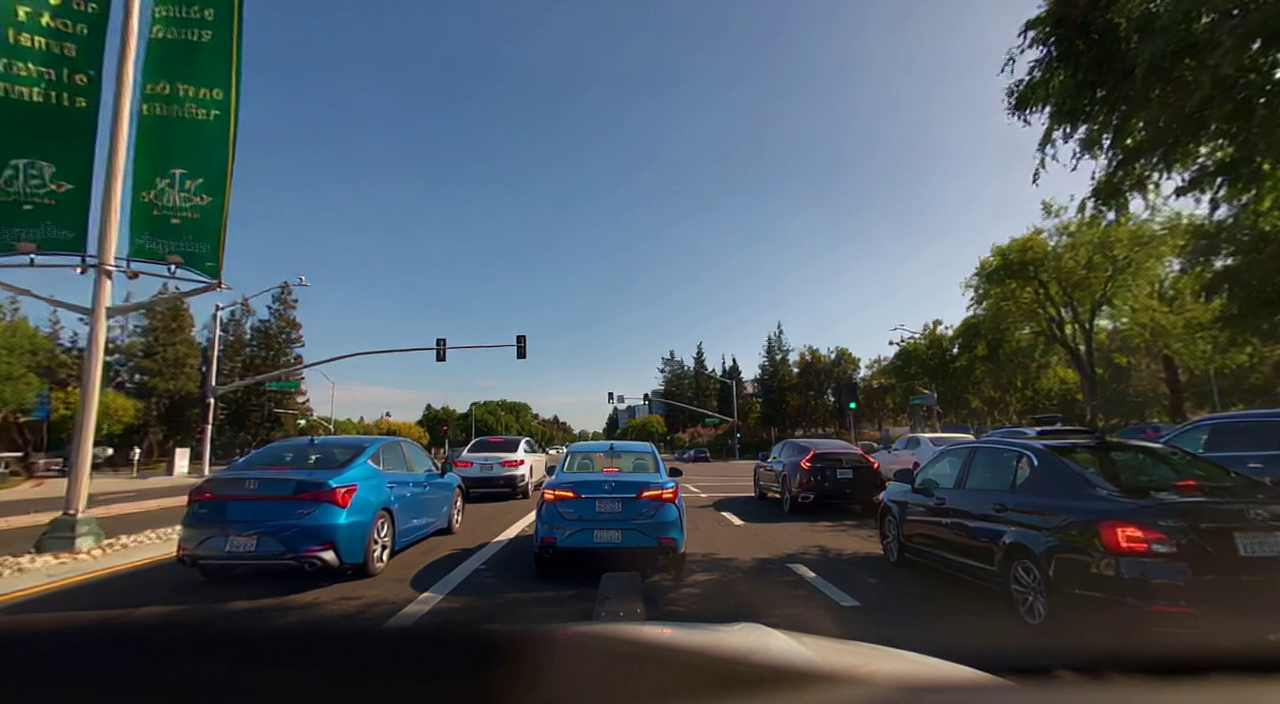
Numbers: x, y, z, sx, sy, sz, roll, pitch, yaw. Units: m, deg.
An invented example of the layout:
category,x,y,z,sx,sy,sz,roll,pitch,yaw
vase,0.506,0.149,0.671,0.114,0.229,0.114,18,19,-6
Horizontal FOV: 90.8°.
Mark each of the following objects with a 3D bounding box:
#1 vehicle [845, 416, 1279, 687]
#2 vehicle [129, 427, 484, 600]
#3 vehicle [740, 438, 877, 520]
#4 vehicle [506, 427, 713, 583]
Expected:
category,x,y,z,sx,sy,sz,roll,pitch,yaw
vehicle,3.607,1.434,5.775,1.953,1.471,4.470,0,-9,0
vehicle,-3.365,1.696,7.516,1.929,1.457,4.136,0,-9,0
vehicle,3.398,2.622,13.557,1.852,1.498,3.825,0,-9,-1
vehicle,-0.322,1.750,7.975,1.994,1.479,3.647,0,-9,-1
